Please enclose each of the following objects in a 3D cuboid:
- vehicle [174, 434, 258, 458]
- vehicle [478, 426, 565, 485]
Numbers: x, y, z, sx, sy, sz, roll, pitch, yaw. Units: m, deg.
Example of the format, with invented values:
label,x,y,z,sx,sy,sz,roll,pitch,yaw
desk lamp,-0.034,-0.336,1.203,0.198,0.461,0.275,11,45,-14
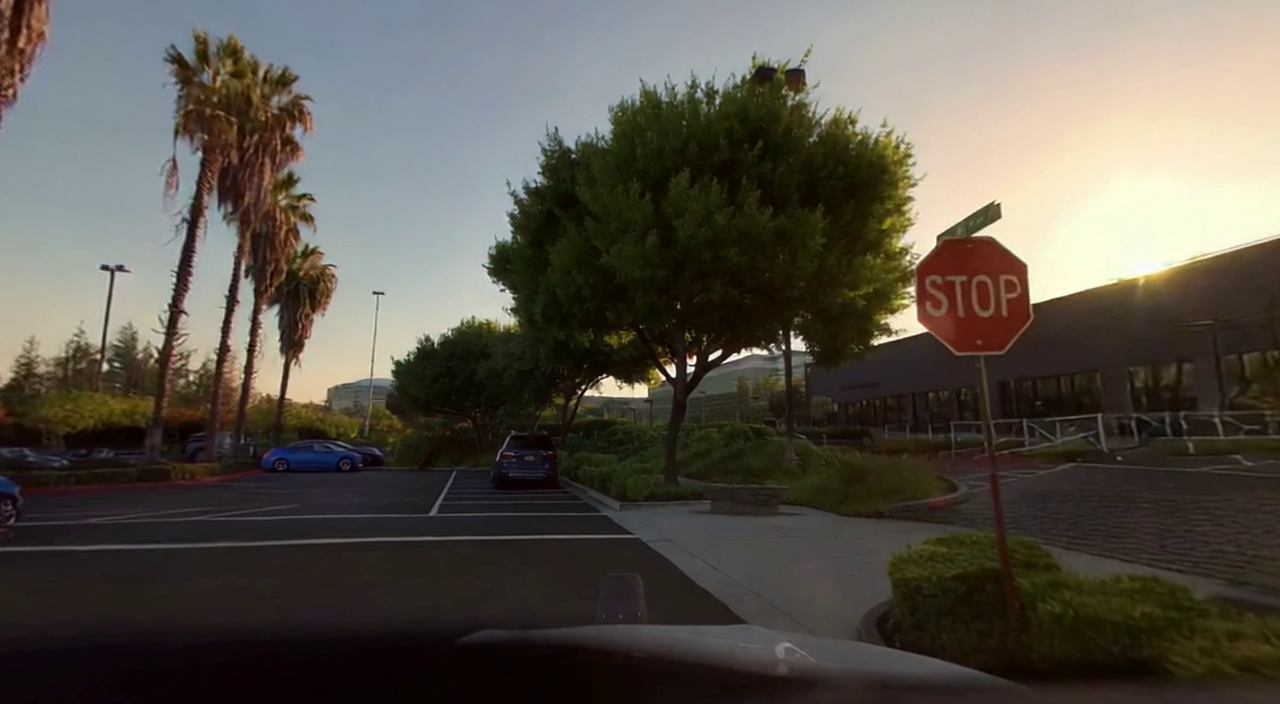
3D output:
label,x,y,z,sx,sy,sz,roll,pitch,yaw
vehicle,-28.402,6.330,42.431,4.457,1.552,1.748,6,-10,-33
vehicle,-4.013,3.366,20.825,2.071,1.700,4.367,3,-9,-20
